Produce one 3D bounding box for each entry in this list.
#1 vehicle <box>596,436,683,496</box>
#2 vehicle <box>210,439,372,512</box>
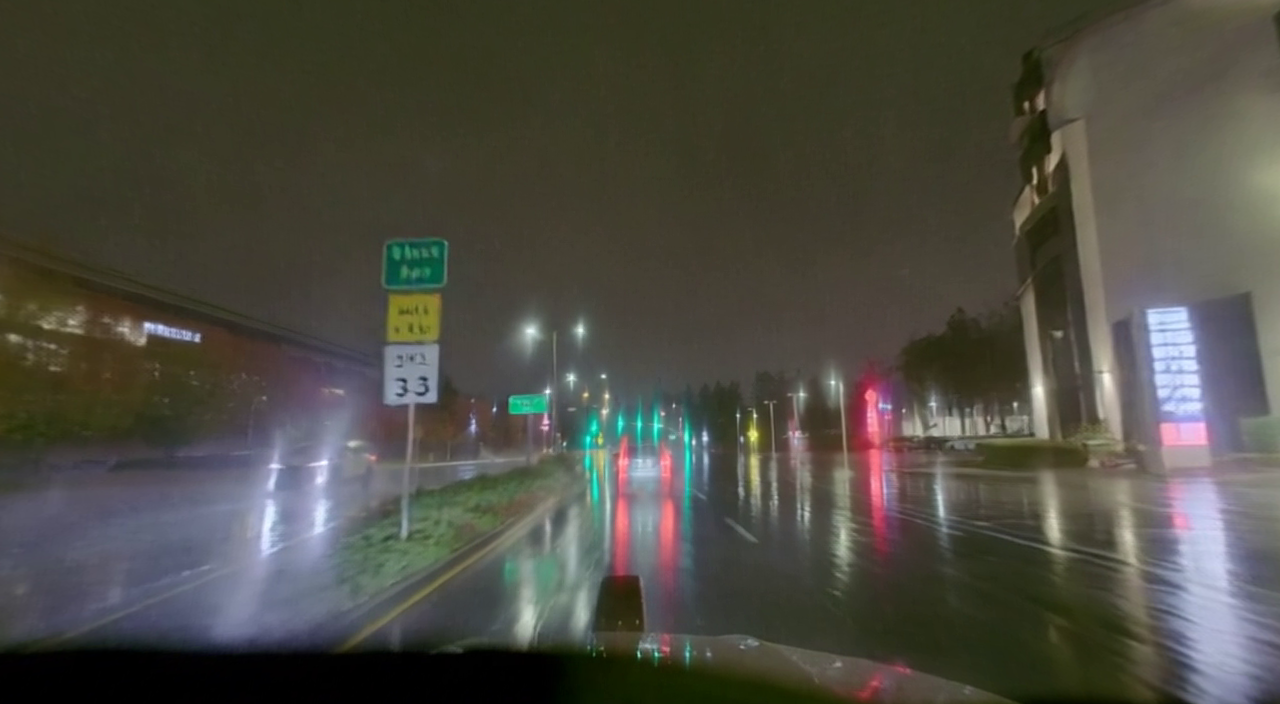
[{"bbox_3d":[-0.055,3.101,17.522,2.126,1.475,3.967,0,-8,-1],"label":"vehicle"},{"bbox_3d":[-9.066,3.165,16.831,1.903,1.476,4.395,-6,-8,-1],"label":"vehicle"}]
